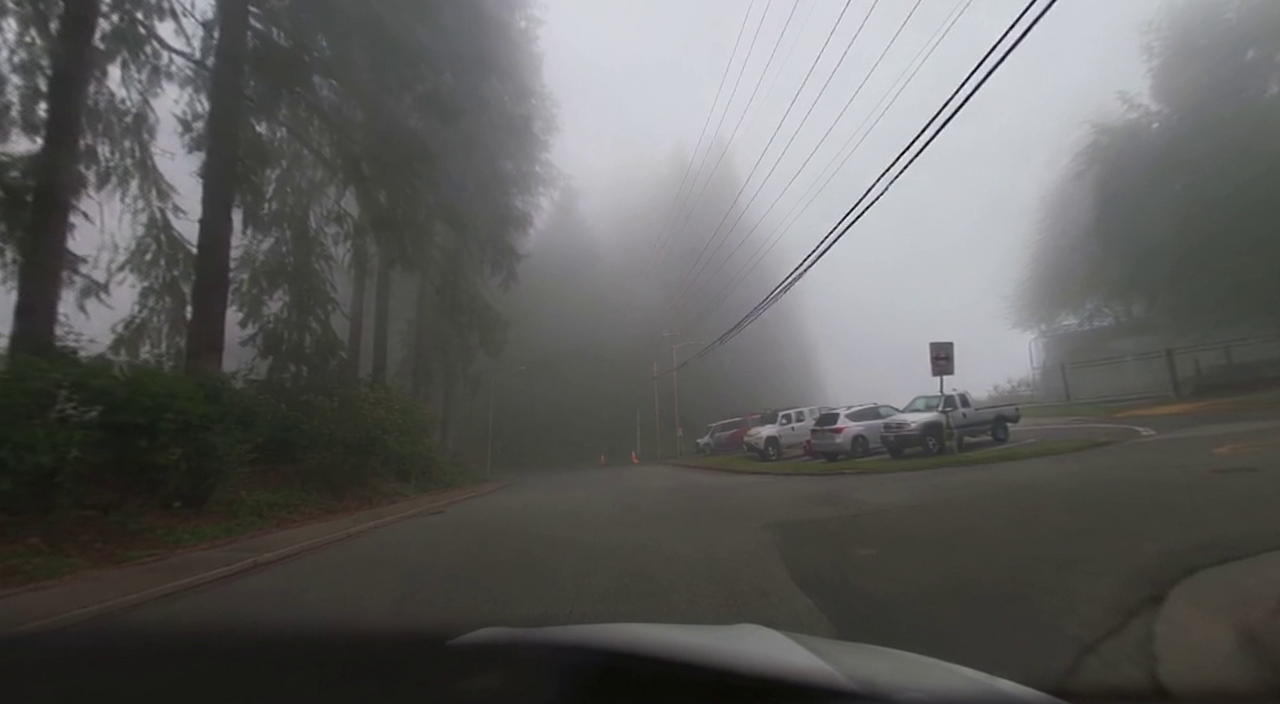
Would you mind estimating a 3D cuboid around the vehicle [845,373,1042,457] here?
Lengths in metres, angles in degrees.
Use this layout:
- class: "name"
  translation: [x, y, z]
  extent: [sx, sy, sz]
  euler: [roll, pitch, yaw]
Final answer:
- class: "vehicle"
  translation: [8.052, 1.719, 16.764]
  extent: [4.780, 1.984, 1.896]
  euler: [3, -9, -23]
